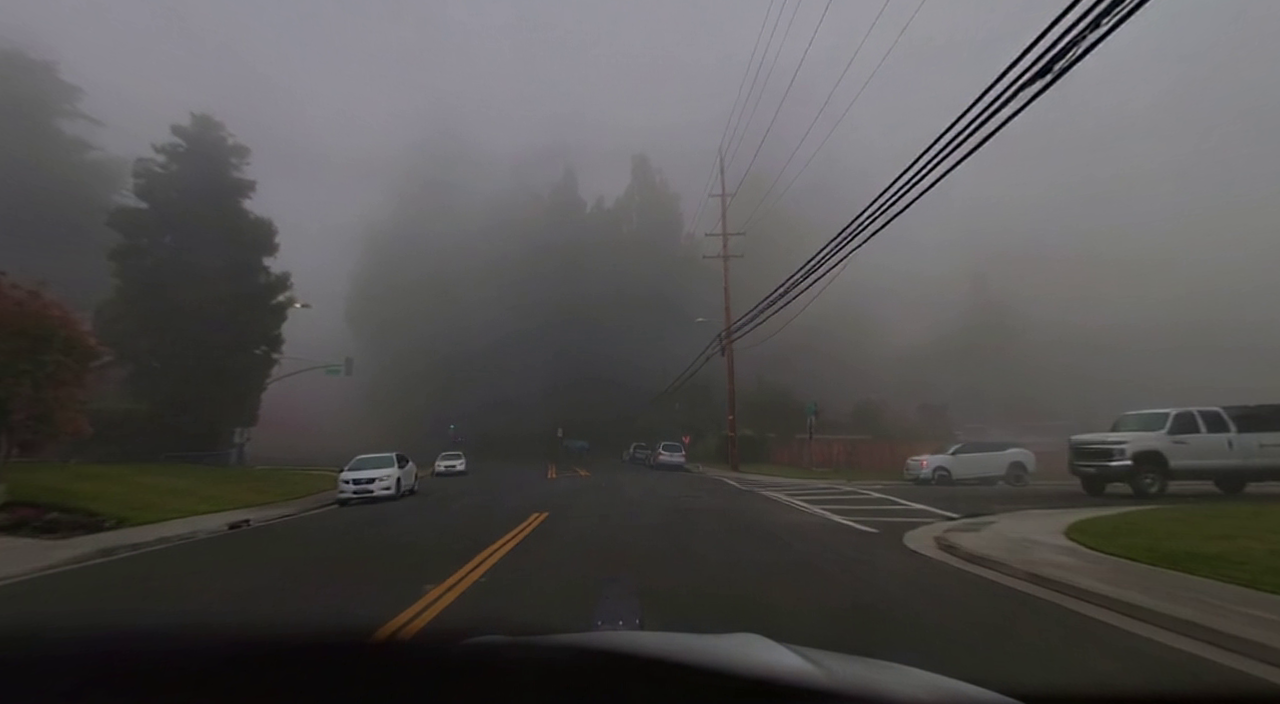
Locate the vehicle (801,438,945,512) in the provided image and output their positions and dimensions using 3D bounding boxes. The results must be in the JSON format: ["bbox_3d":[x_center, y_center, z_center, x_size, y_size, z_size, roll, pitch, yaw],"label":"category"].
[{"bbox_3d":[6.163,3.125,16.471,1.944,1.636,4.140,-9,-12,43],"label":"vehicle"}]

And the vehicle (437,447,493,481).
[{"bbox_3d":[-8.556,5.380,30.560,2.033,1.477,4.626,4,-10,-21],"label":"vehicle"}]

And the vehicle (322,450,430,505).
[{"bbox_3d":[-7.816,3.707,19.159,1.997,1.456,4.319,1,-9,-9],"label":"vehicle"}]

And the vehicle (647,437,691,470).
[{"bbox_3d":[1.809,6.649,41.578,2.173,1.992,5.891,1,-9,-4],"label":"vehicle"}]

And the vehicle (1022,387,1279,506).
[{"bbox_3d":[18.086,2.974,19.965,10.500,3.344,2.906,1,-9,-8],"label":"vehicle"}]

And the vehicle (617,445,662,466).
[{"bbox_3d":[-0.114,8.087,49.315,1.856,1.512,4.292,4,-10,-25],"label":"vehicle"}]
